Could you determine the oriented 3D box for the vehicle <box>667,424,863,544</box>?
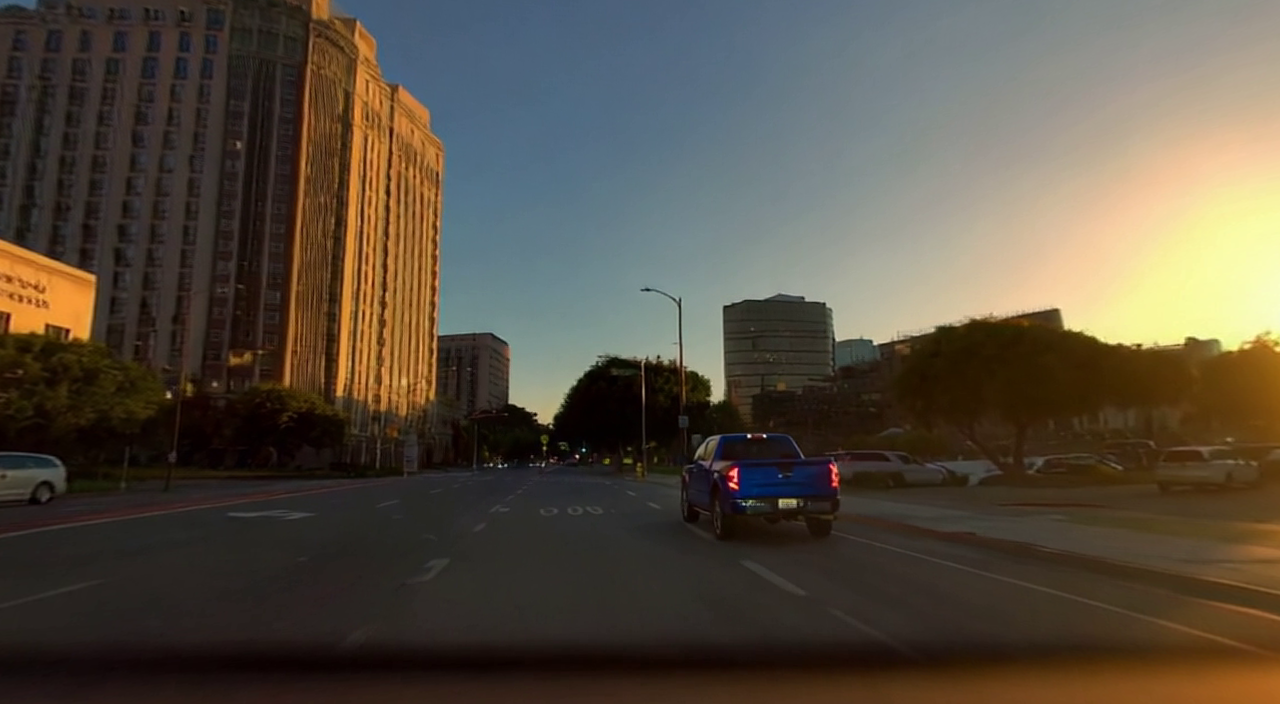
[{"bbox_3d":[2.188,2.611,13.252,2.402,1.922,5.677,1,-9,-6],"label":"vehicle"}]

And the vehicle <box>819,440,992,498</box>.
[{"bbox_3d":[13.205,5.901,31.754,7.551,2.142,2.896,6,-11,-7],"label":"vehicle"}]
